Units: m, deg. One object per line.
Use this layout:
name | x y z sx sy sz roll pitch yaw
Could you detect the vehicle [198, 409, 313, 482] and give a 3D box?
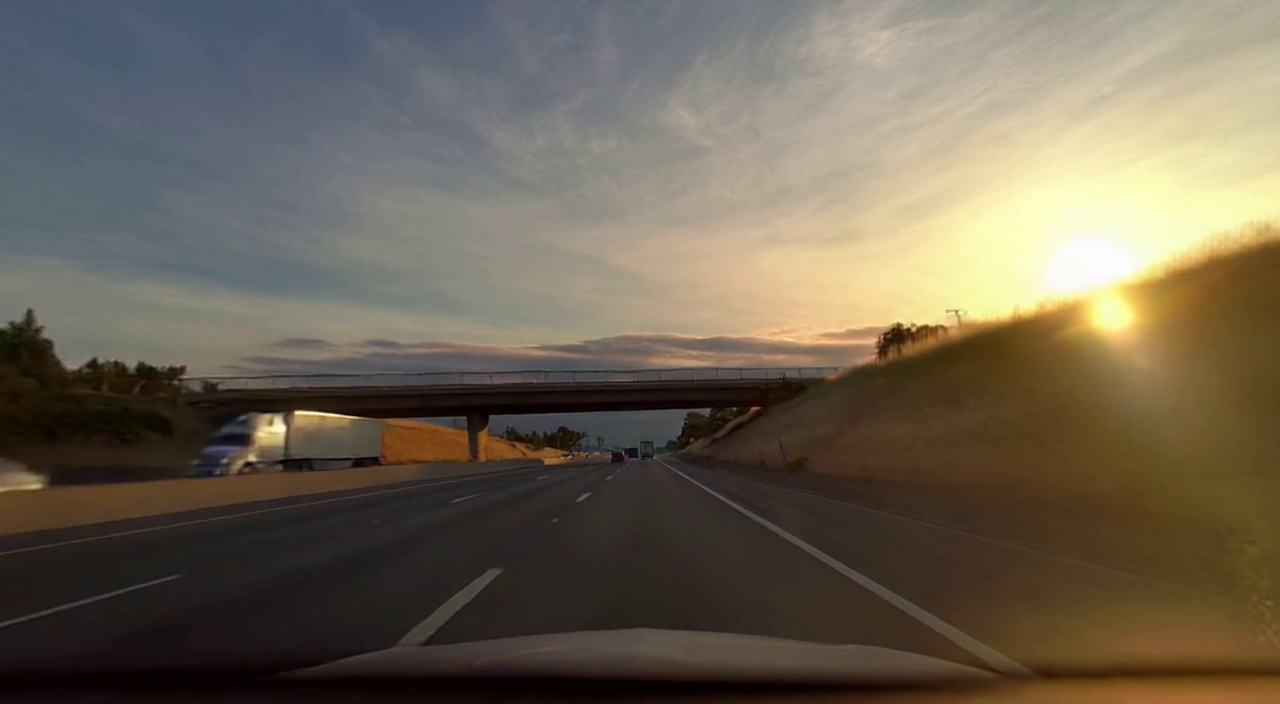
vehicle | -22.775 5.611 37.783 3.002 3.979 5.833 0 -9 0
